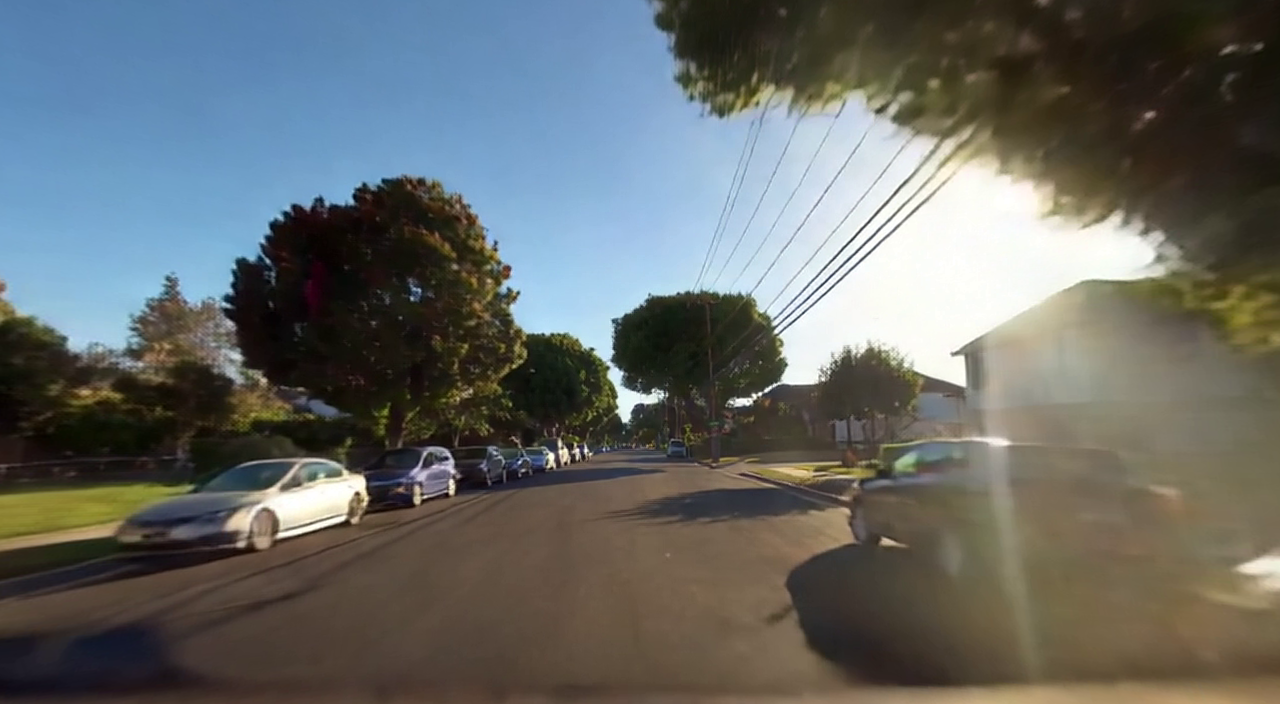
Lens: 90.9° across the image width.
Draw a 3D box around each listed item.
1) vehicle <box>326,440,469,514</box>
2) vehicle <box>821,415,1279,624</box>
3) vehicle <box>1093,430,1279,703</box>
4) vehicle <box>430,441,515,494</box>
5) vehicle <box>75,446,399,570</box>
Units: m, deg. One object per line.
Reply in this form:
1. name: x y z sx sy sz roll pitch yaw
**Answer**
1. vehicle: -6.118 3.163 16.599 1.932 1.673 4.457 0 -8 1
2. vehicle: 3.928 1.681 7.494 2.006 1.607 5.068 0 -9 0
3. vehicle: 3.714 0.910 1.702 1.851 1.438 4.177 0 -9 0
4. vehicle: -6.051 4.183 23.364 1.848 1.698 4.482 0 -8 1
5. vehicle: -6.079 2.350 10.473 2.231 1.492 4.727 1 -8 0
